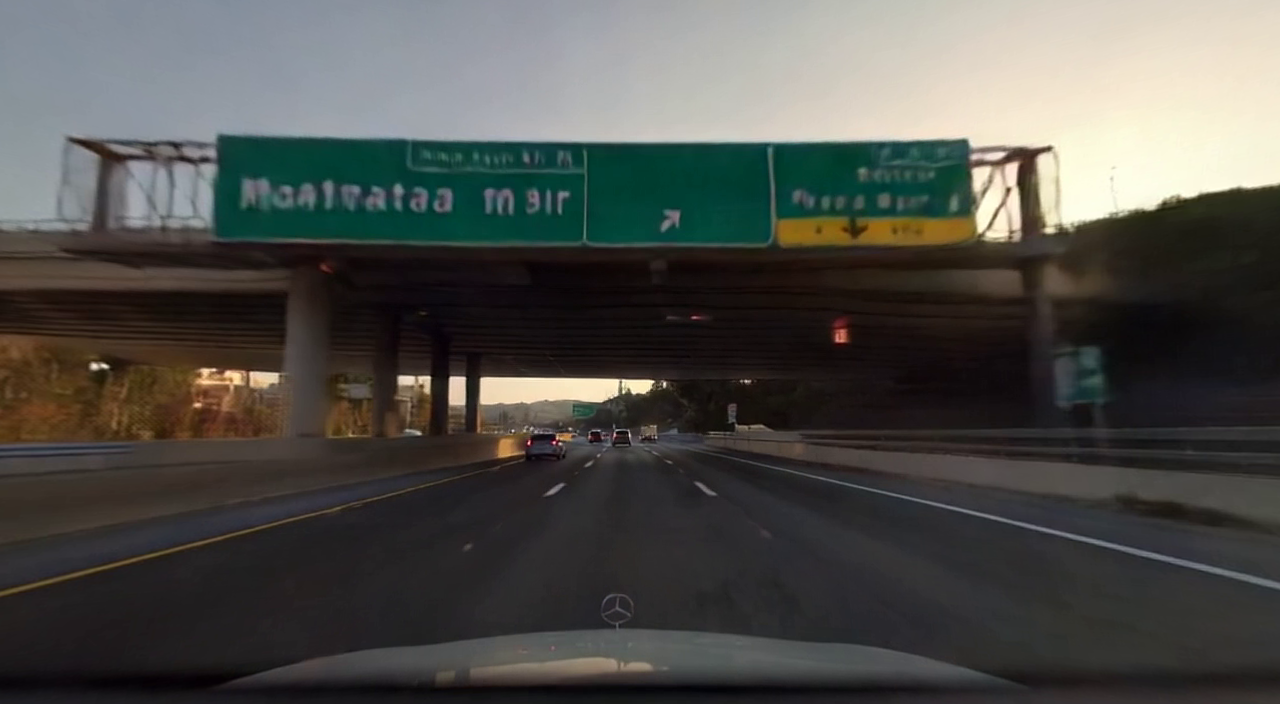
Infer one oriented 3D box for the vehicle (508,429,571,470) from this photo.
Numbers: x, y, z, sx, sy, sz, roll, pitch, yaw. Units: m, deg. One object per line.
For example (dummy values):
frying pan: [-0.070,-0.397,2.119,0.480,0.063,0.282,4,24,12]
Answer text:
vehicle: [-4.180,4.121,26.954,2.062,1.591,4.156,0,-8,-1]
